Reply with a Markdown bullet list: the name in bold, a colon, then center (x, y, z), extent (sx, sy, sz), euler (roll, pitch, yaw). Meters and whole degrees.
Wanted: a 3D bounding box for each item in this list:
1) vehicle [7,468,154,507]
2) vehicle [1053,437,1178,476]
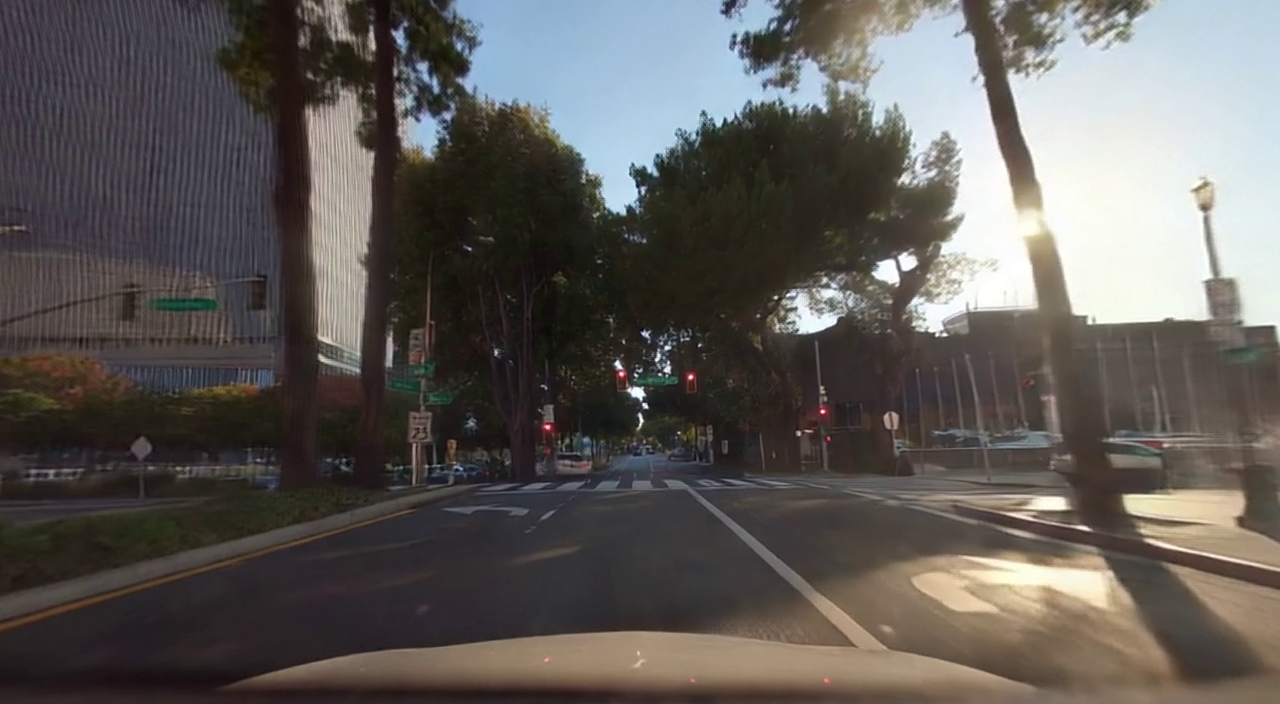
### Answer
- **vehicle**: center (-24.871, 6.004, 28.195), extent (4.758, 1.549, 2.194), euler (-1, -8, 7)
- **vehicle**: center (21.291, 4.710, 28.440), extent (3.967, 1.636, 1.932), euler (-1, -9, 1)
